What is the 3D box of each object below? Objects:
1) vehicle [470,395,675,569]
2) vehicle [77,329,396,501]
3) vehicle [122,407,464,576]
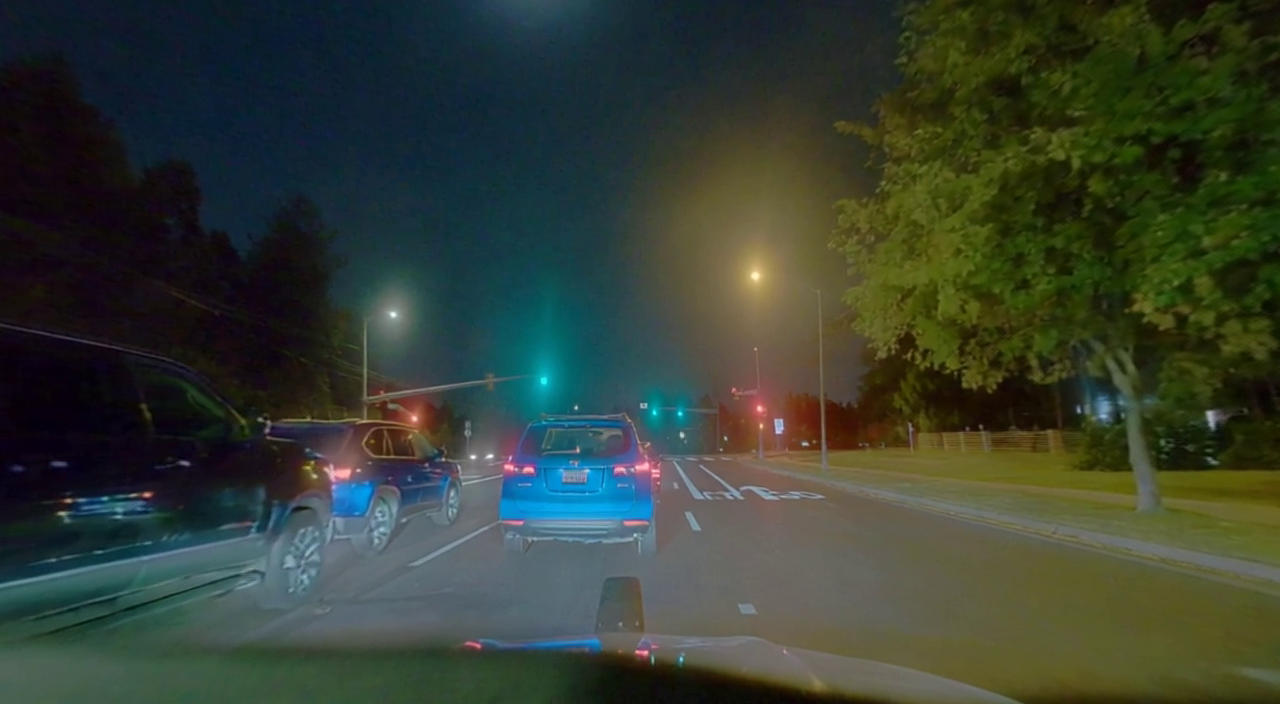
[{"bbox_3d":[-0.635,1.718,9.148,2.131,1.793,5.016,0,-8,2],"label":"vehicle"},{"bbox_3d":[-11.801,2.303,20.749,3.107,4.149,11.028,0,-8,0],"label":"vehicle"},{"bbox_3d":[-4.104,1.722,8.592,2.009,1.673,4.454,0,-8,1],"label":"vehicle"}]
